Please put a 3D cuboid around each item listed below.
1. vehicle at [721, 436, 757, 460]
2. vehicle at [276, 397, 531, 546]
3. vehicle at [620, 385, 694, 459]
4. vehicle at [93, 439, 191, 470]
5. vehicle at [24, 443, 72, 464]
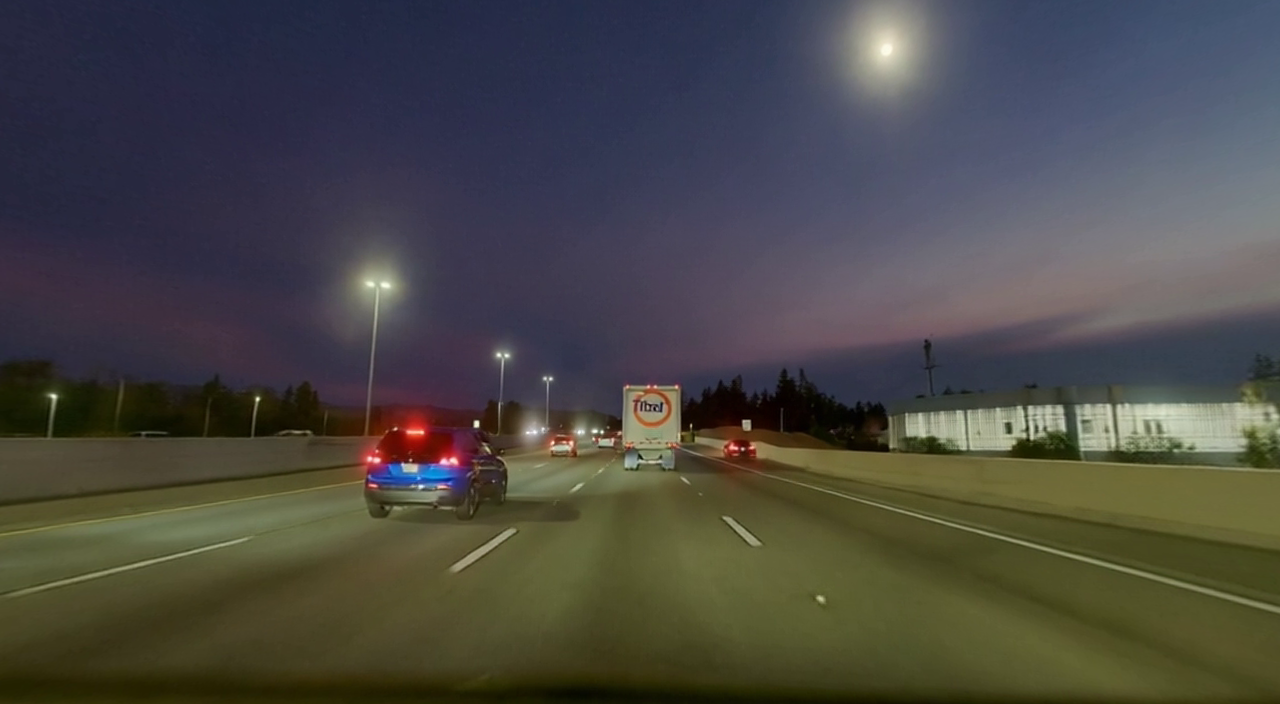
[{"bbox_3d":[7.183,7.049,46.103,1.958,1.681,4.109,0,-9,0],"label":"vehicle"},{"bbox_3d":[-3.376,1.847,10.321,2.178,1.826,4.933,0,-9,1],"label":"vehicle"},{"bbox_3d":[1.549,4.851,42.883,3.657,4.173,13.731,-1,-7,7],"label":"vehicle"},{"bbox_3d":[-28.853,5.947,36.573,1.959,1.681,4.487,0,-9,1],"label":"vehicle"},{"bbox_3d":[-43.016,7.345,45.578,4.441,1.501,1.924,-7,-11,40],"label":"vehicle"}]
